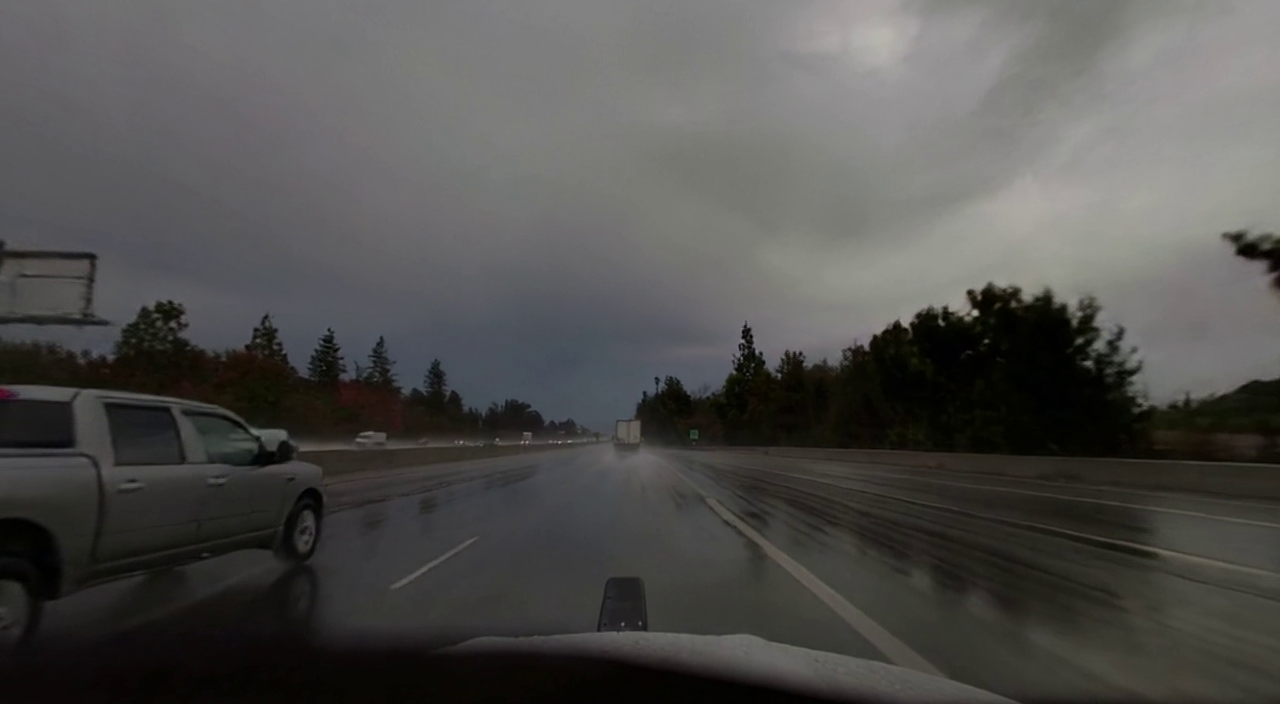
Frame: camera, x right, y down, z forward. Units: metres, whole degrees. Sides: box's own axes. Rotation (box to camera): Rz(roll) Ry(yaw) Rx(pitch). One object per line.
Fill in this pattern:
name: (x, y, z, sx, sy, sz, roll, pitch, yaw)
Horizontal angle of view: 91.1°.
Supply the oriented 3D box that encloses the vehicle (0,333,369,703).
vehicle: (-4.139, 0.973, 4.224, 2.316, 1.731, 5.126, 0, -8, 0)
